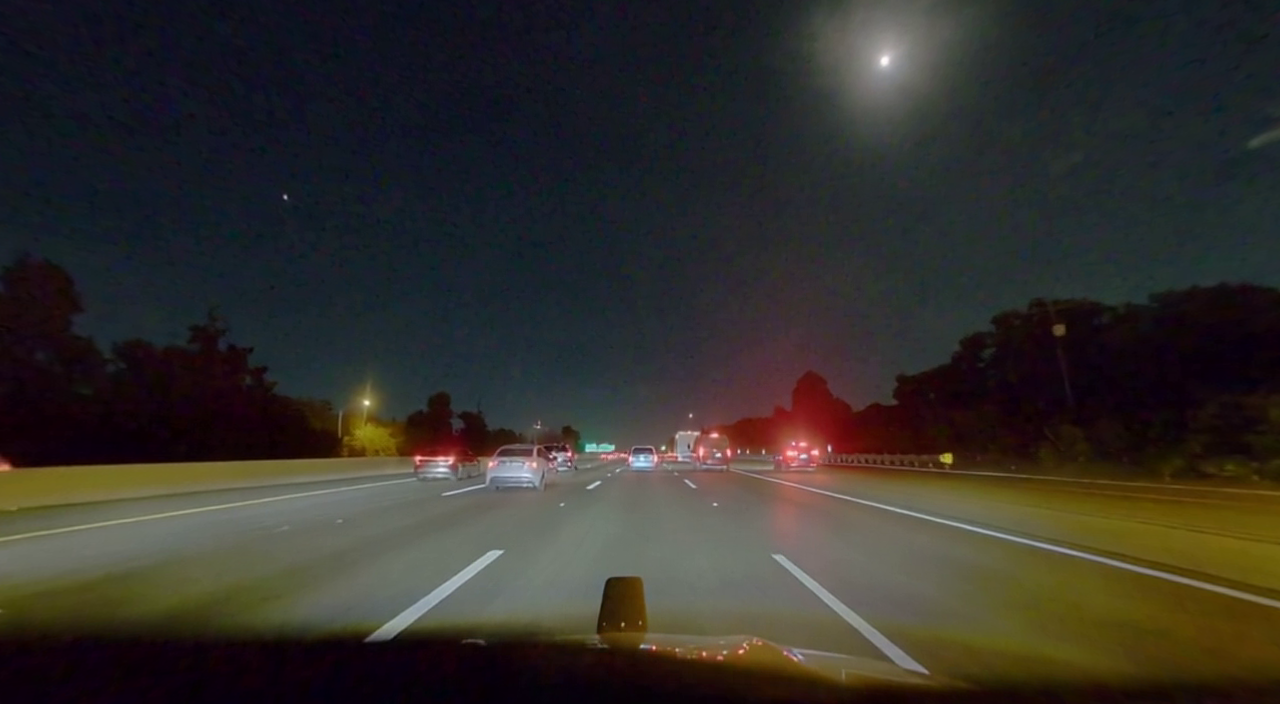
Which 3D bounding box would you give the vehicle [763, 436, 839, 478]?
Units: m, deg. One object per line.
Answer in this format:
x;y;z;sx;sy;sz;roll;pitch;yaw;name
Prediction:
7.750;5.112;31.021;2.304;1.840;5.706;0;-9;1;vehicle

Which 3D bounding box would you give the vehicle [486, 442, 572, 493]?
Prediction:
-3.463;3.687;20.526;1.970;1.483;4.071;0;-9;1;vehicle

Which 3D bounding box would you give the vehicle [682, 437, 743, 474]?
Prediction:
3.993;5.851;35.890;2.777;1.895;5.710;0;-9;0;vehicle

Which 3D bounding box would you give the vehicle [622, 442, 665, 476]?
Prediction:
0.158;5.598;33.187;2.115;1.617;4.102;0;-9;0;vehicle

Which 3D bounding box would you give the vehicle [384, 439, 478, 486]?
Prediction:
-7.647;4.085;23.564;1.961;1.562;4.301;0;-9;2;vehicle

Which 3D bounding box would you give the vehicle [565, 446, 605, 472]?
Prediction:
-3.391;6.687;39.651;1.987;1.466;4.341;0;-9;1;vehicle
